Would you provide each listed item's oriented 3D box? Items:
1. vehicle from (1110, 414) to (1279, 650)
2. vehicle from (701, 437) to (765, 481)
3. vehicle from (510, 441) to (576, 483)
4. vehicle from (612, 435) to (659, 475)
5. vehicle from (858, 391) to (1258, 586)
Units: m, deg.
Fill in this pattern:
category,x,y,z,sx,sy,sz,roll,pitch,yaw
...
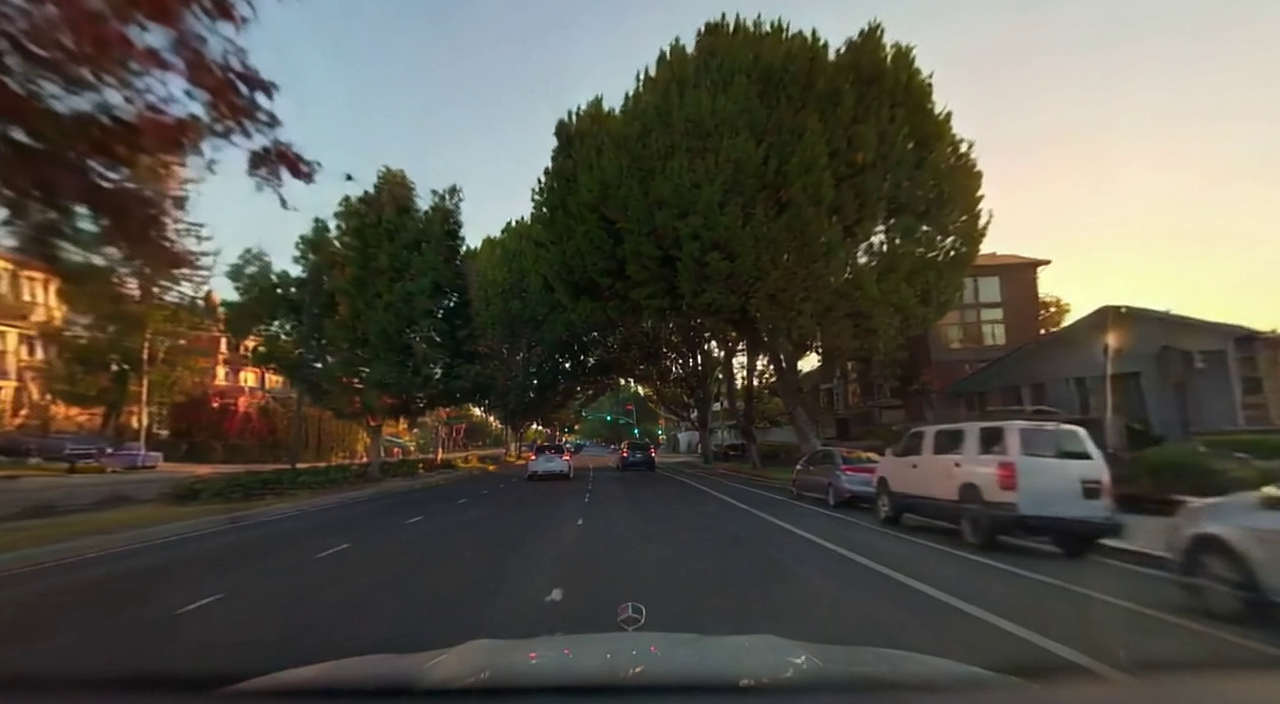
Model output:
category,x,y,z,sx,sy,sz,roll,pitch,yaw
vehicle,5.340,1.162,3.507,1.822,1.595,4.583,4,-9,-2
vehicle,4.157,4.889,29.067,1.980,1.805,4.724,1,-9,-3
vehicle,-3.685,4.246,24.671,2.140,1.474,4.026,0,-8,-3
vehicle,-0.312,5.005,30.861,2.073,1.822,4.276,0,-8,-3
vehicle,5.100,1.731,8.845,2.177,1.966,4.707,0,-8,-3
